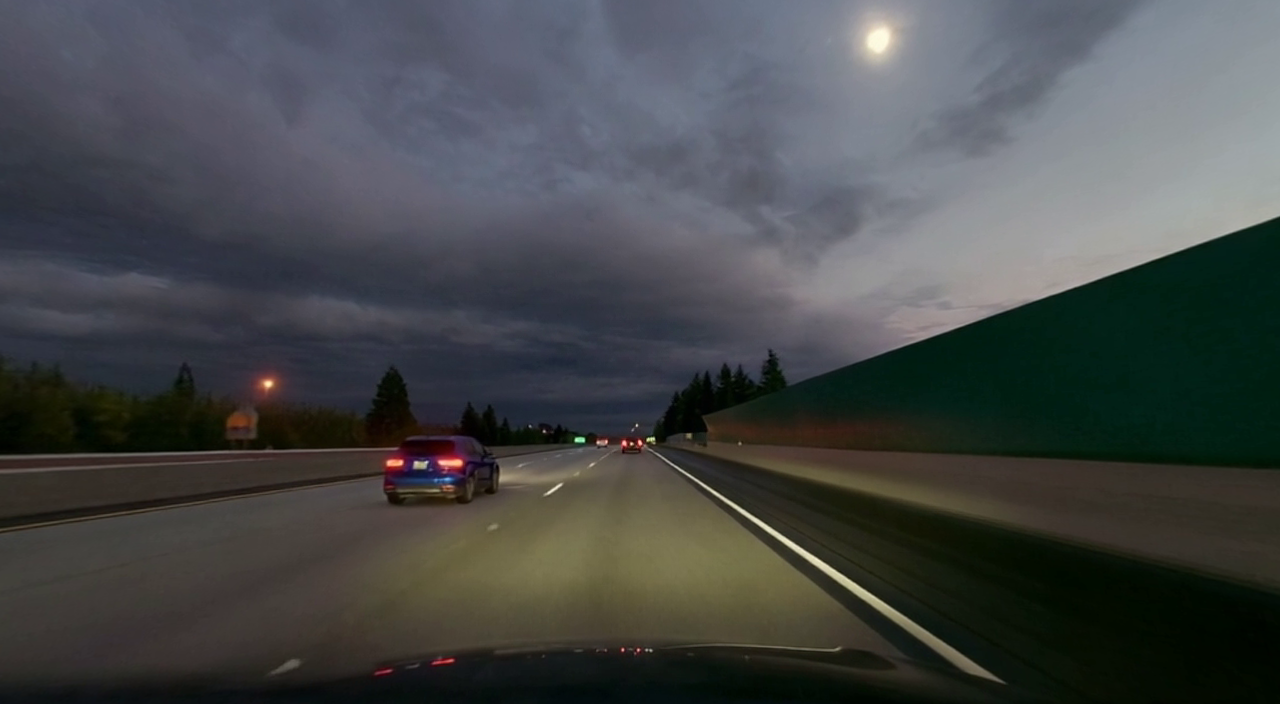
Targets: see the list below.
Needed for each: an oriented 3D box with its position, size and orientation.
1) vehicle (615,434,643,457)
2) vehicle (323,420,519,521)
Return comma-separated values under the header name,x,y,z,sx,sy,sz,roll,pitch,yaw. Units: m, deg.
name,x,y,z,sx,sy,sz,roll,pitch,yaw
vehicle,-0.747,6.282,42.620,1.836,1.450,3.519,0,-8,-2
vehicle,-3.839,2.152,12.161,2.072,1.545,4.767,0,-8,0
